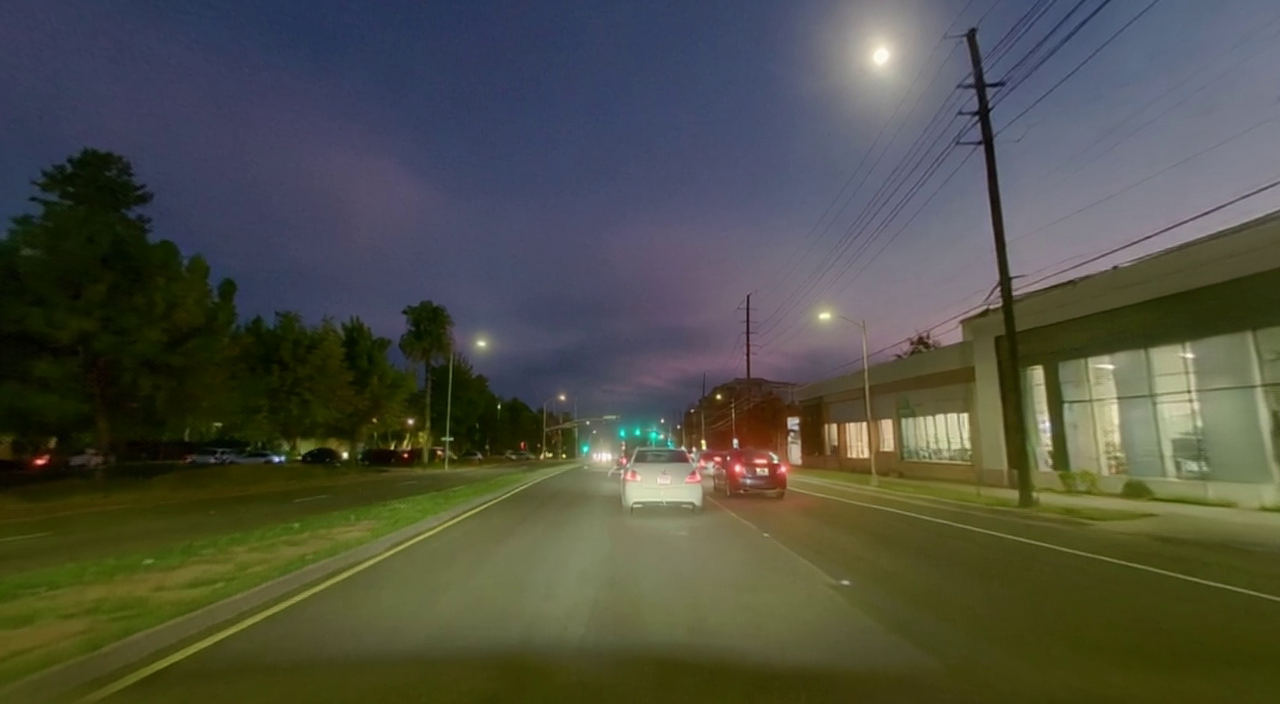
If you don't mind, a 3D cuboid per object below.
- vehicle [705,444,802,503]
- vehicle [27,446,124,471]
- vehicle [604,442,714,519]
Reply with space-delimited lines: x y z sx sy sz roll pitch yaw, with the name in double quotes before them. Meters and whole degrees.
"vehicle" 3.134 3.436 18.283 1.985 1.489 4.036 0 -8 -1
"vehicle" -38.802 7.298 43.386 1.804 1.478 4.485 -4 -8 25
"vehicle" 0.302 2.814 14.344 2.144 1.473 4.028 1 -8 -2
